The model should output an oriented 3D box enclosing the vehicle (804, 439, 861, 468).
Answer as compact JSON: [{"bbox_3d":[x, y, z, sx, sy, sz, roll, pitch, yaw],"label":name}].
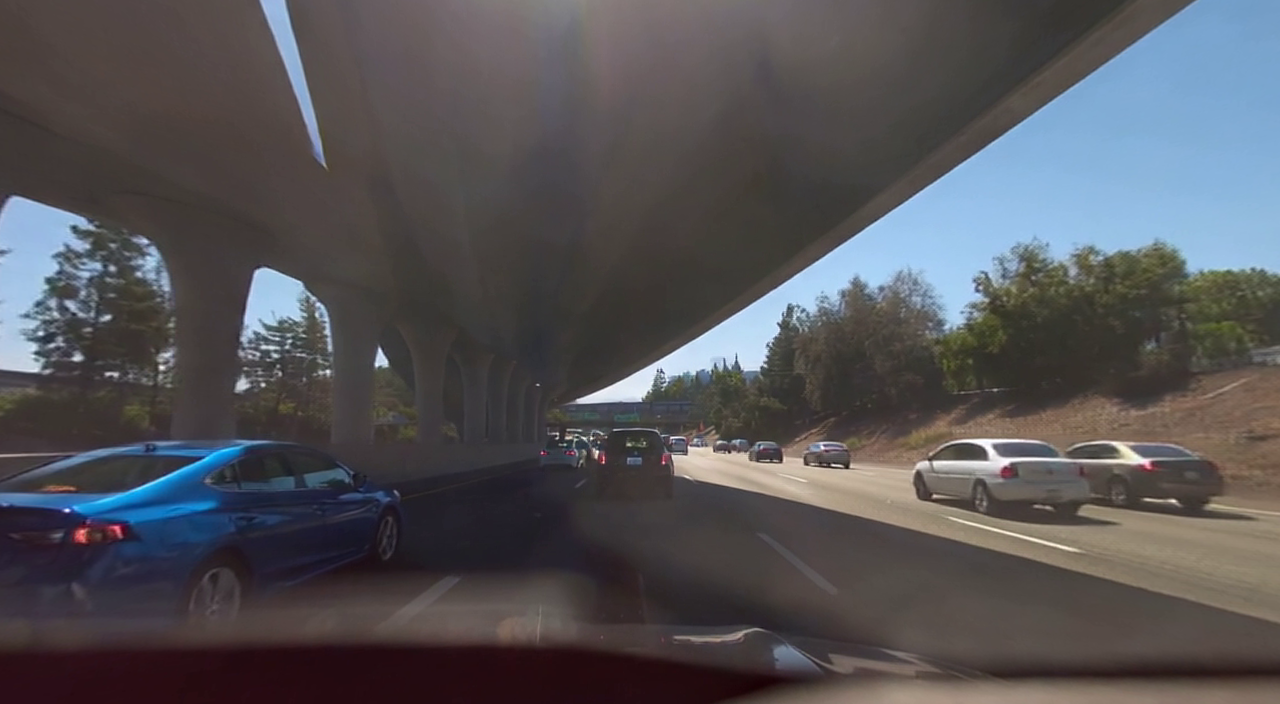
[{"bbox_3d":[11.592,6.127,38.262,1.992,1.625,4.359,1,-9,-1],"label":"vehicle"}]

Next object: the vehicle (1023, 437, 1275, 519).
[{"bbox_3d":[11.035,2.730,14.209,2.008,1.516,4.385,0,-9,0],"label":"vehicle"}]

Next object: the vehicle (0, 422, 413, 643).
[{"bbox_3d":[-4.178,1.566,6.563,1.974,1.478,4.412,0,-9,0],"label":"vehicle"}]

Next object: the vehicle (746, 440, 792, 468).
[{"bbox_3d":[7.493,5.947,36.765,1.880,1.526,3.641,1,-9,0],"label":"vehicle"}]

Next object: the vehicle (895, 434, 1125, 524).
[{"bbox_3d":[7.375,2.561,13.277,2.049,1.521,4.604,0,-9,0],"label":"vehicle"}]

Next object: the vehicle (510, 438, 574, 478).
[{"bbox_3d":[-3.993,4.417,26.384,1.947,1.516,4.295,0,-9,1],"label":"vehicle"}]

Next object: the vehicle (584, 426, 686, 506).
[{"bbox_3d":[-0.083,2.775,15.647,2.181,1.697,4.021,0,-9,1],"label":"vehicle"}]
